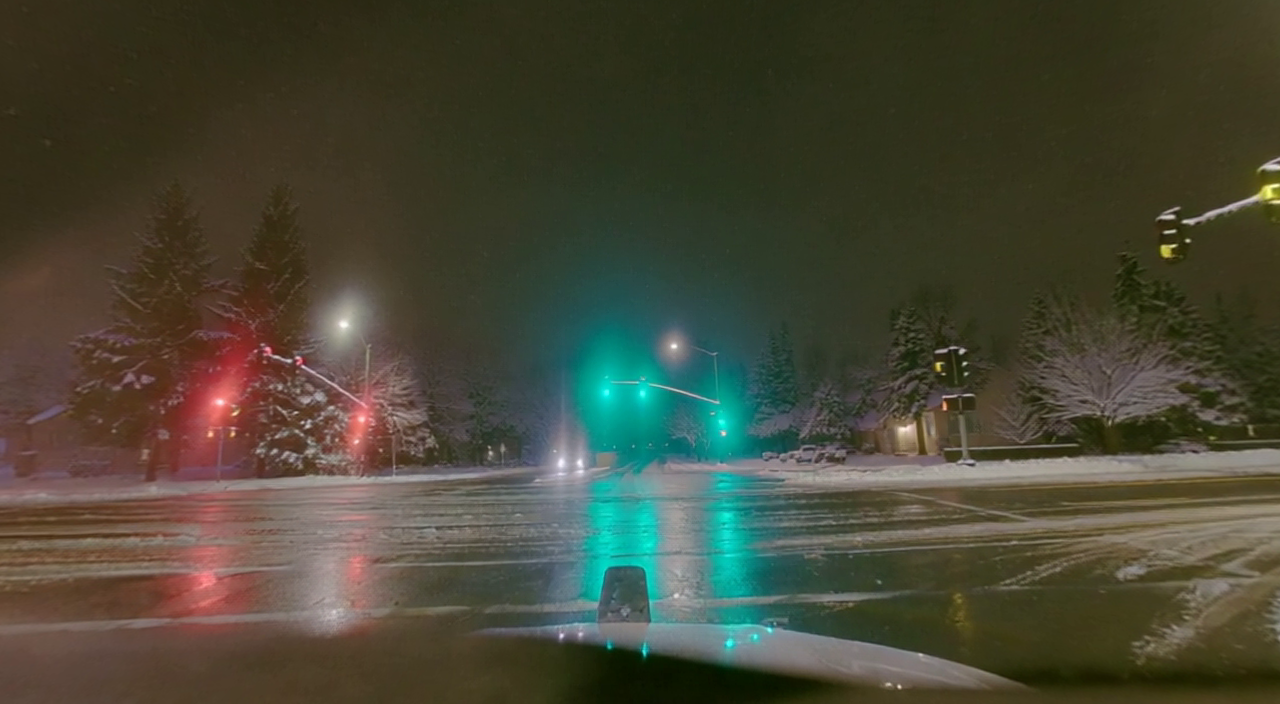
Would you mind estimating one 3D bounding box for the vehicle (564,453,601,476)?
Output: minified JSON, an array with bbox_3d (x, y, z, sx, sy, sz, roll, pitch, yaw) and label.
[{"bbox_3d":[-4.480,8.849,49.835,2.030,1.704,4.205,-1,-8,7],"label":"vehicle"}]
